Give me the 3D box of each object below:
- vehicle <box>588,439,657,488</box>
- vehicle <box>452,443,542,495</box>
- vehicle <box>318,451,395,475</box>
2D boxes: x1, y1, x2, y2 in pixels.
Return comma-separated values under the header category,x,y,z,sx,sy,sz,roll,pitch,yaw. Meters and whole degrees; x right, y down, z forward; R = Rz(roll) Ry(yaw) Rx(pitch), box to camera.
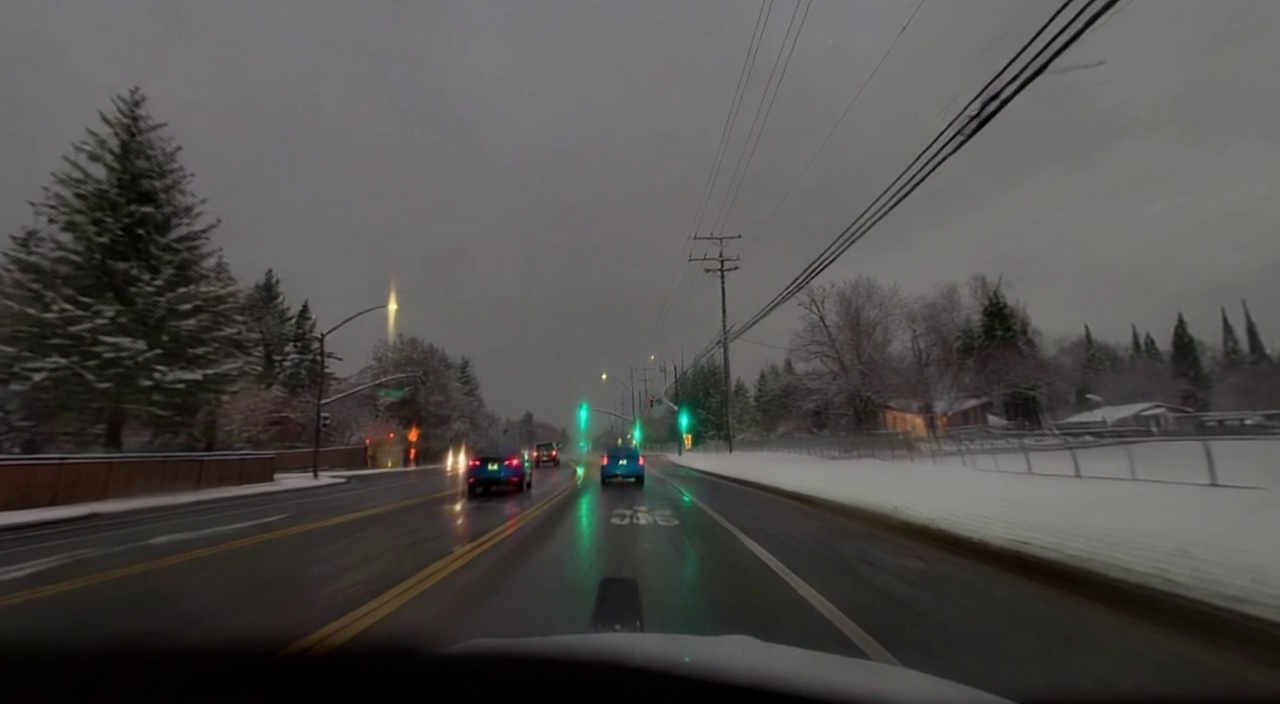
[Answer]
category,x,y,z,sx,sy,sz,roll,pitch,yaw
vehicle,-0.663,3.821,21.877,2.168,1.504,4.284,1,-9,-3
vehicle,-4.299,3.596,19.694,1.913,1.425,4.235,0,-9,-1
vehicle,-22.006,8.604,49.079,4.979,1.782,2.264,-2,-9,14
